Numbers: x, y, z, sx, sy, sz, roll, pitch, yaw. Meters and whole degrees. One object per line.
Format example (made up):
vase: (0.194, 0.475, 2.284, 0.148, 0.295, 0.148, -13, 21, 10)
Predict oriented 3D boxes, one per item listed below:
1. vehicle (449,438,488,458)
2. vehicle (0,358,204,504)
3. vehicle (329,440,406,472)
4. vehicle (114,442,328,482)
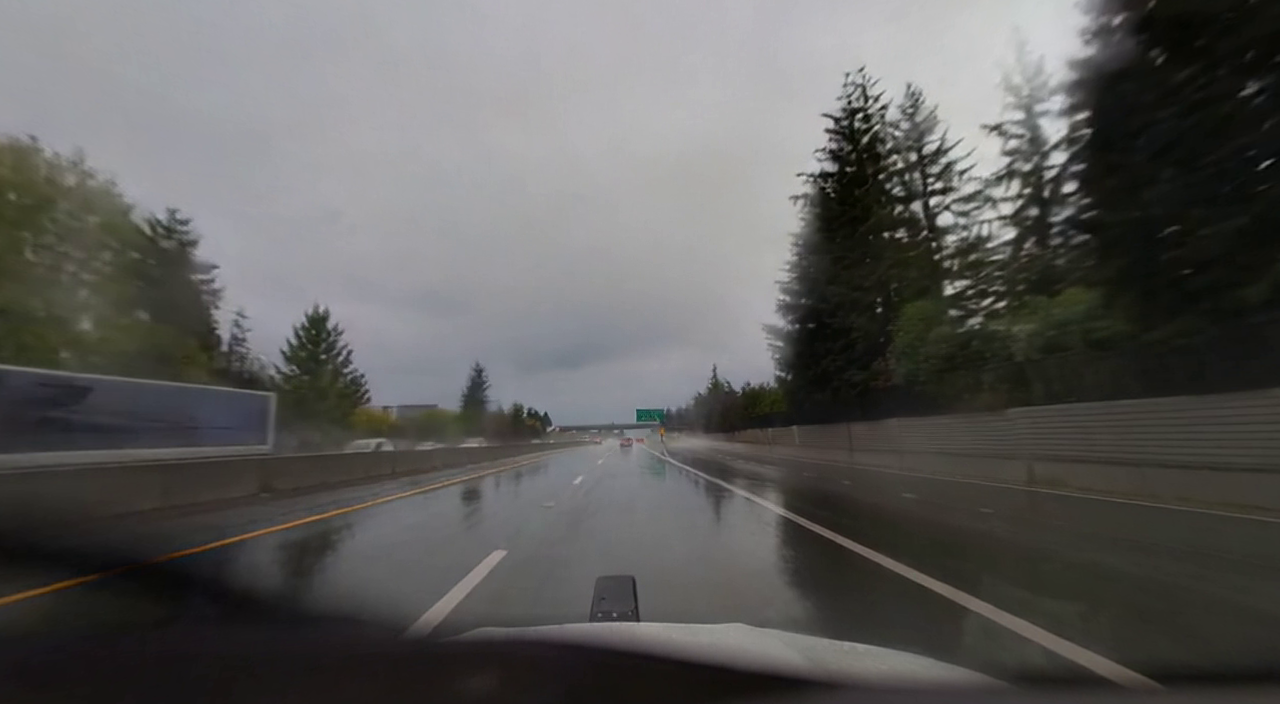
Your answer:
vehicle: (-13.428, 7.514, 49.466, 1.954, 1.492, 4.196, 0, -8, -1)
vehicle: (-17.134, 2.122, 16.824, 2.975, 3.541, 11.755, 0, -8, -2)
vehicle: (-13.327, 5.098, 31.123, 1.907, 1.415, 4.576, 0, -8, -2)
vehicle: (-17.453, 4.648, 27.575, 2.796, 1.314, 10.381, 0, -8, -3)
